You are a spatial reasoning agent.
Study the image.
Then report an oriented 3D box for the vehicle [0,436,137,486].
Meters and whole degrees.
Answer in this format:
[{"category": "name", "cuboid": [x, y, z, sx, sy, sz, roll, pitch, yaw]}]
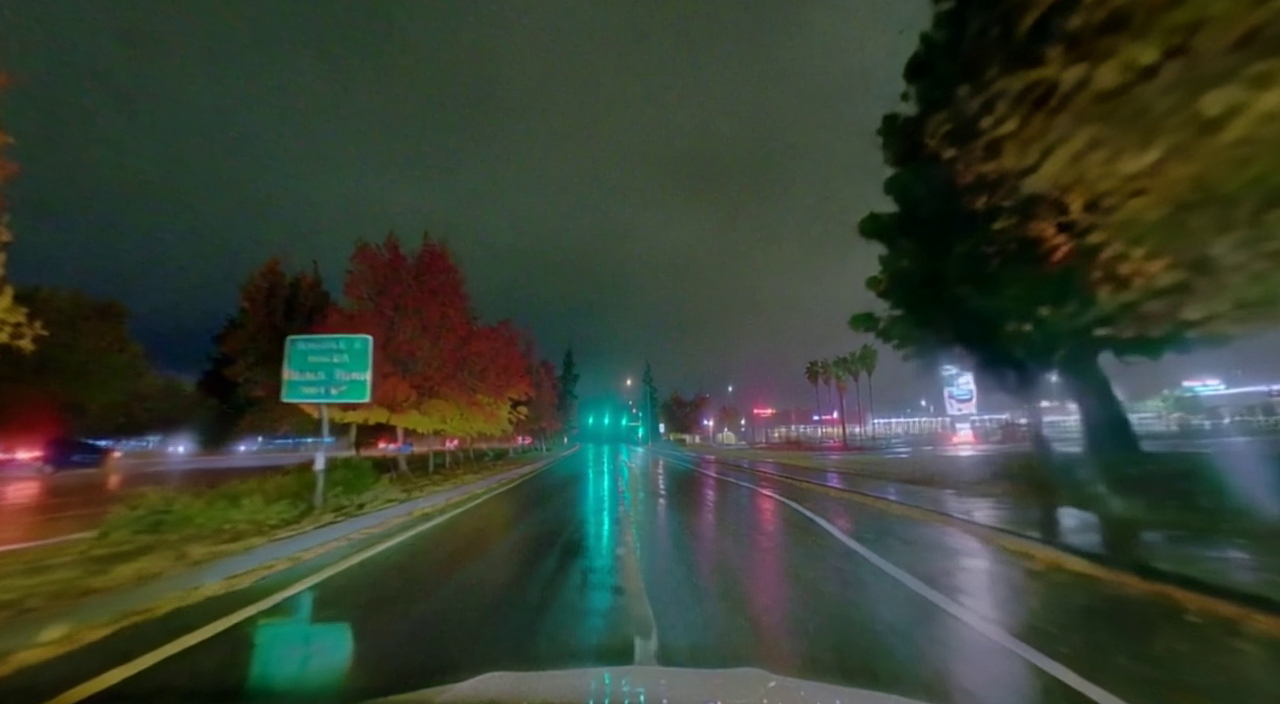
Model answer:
[{"category": "vehicle", "cuboid": [-21.515, 3.992, 23.418, 1.994, 1.652, 4.570, 1, -9, -4]}]
